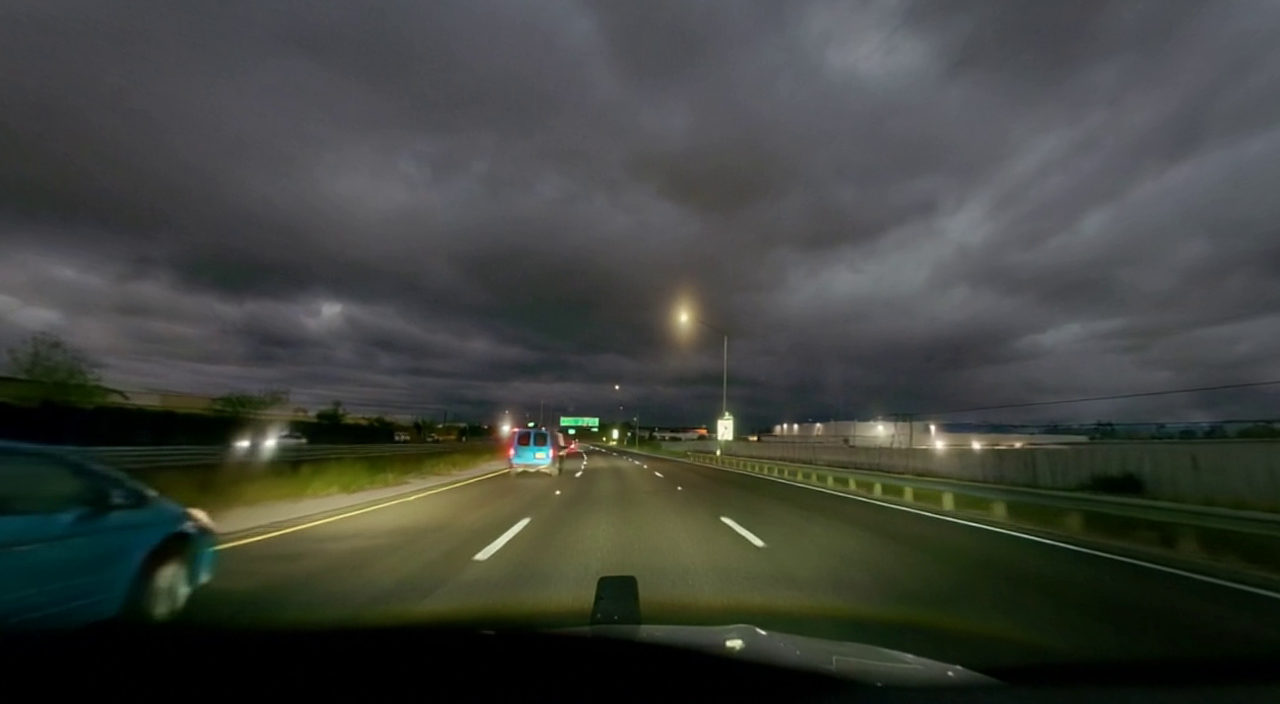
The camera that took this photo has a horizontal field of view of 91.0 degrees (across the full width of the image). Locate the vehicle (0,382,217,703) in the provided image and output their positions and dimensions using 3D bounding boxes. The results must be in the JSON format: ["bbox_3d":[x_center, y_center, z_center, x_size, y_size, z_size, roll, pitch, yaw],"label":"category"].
[{"bbox_3d":[-3.988,0.844,2.317,2.045,1.547,4.162,0,-8,-2],"label":"vehicle"}]

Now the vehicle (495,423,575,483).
[{"bbox_3d":[-3.669,3.636,22.940,2.260,1.901,4.665,0,-8,-2],"label":"vehicle"}]
